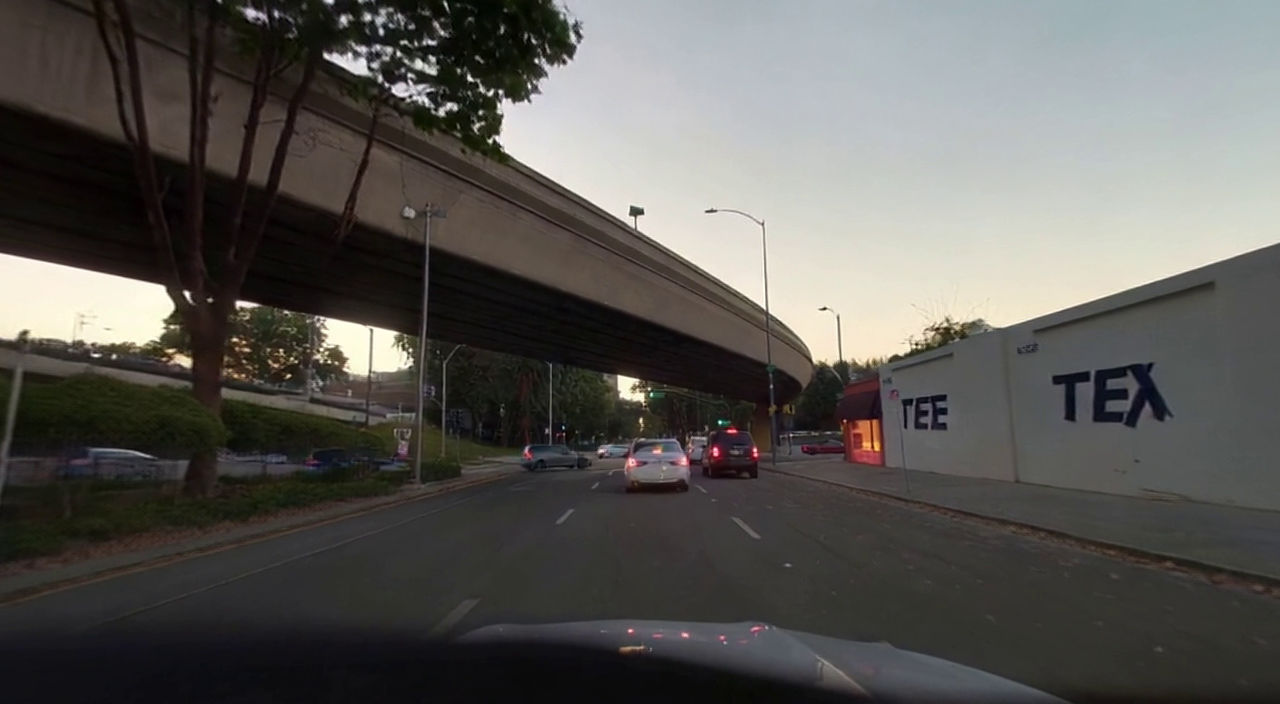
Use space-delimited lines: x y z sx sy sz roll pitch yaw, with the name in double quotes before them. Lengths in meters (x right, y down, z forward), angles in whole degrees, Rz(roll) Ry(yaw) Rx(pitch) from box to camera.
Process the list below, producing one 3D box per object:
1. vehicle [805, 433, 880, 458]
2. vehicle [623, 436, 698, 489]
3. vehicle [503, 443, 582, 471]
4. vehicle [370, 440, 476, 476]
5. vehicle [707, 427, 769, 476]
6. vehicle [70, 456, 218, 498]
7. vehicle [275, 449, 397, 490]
"vehicle" 14.526 6.701 45.378 4.698 1.736 1.945 1 -8 -7
"vehicle" 0.580 3.433 19.905 2.101 1.467 4.210 0 -8 0
"vehicle" -5.691 6.140 37.154 4.302 1.543 1.860 7 -11 -42
"vehicle" -12.547 6.148 36.931 2.322 1.916 5.640 -5 -10 31
"vehicle" 4.296 4.460 28.358 2.080 1.999 4.379 0 -8 1
"vehicle" -20.111 5.037 25.769 1.873 1.462 4.283 -5 -10 31
"vehicle" -13.484 5.178 28.263 1.832 1.611 4.546 -6 -10 34
